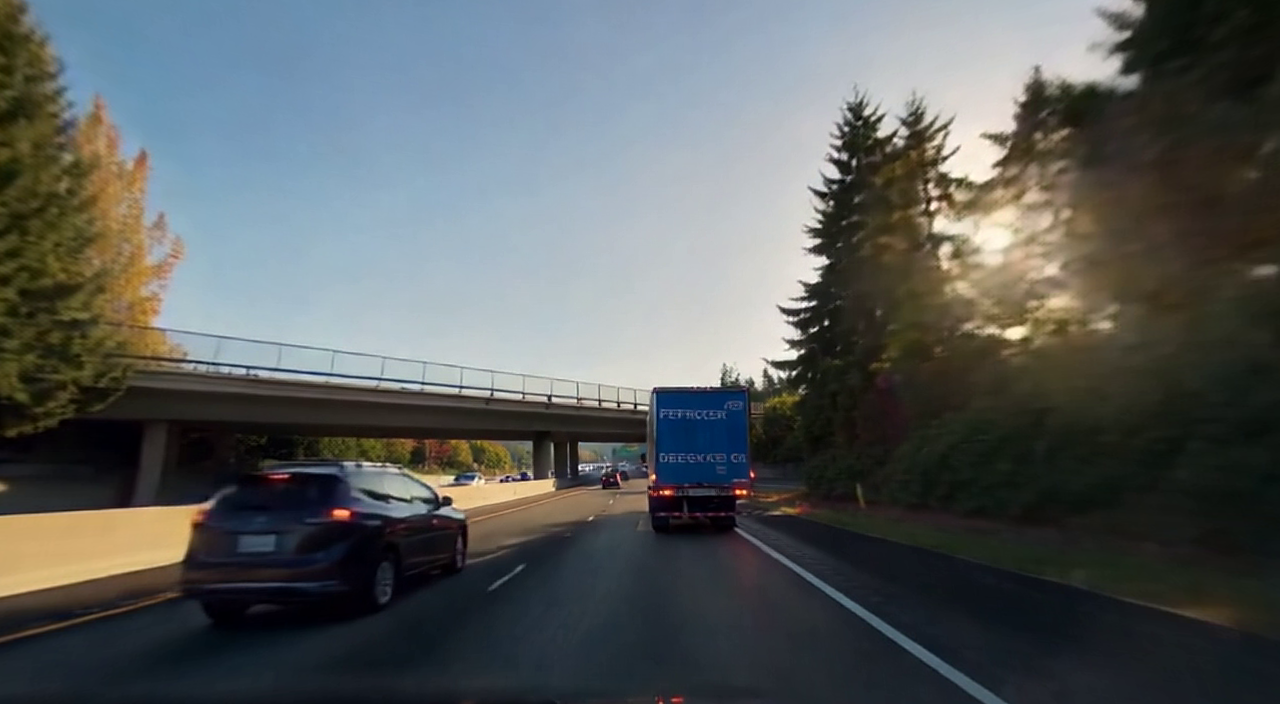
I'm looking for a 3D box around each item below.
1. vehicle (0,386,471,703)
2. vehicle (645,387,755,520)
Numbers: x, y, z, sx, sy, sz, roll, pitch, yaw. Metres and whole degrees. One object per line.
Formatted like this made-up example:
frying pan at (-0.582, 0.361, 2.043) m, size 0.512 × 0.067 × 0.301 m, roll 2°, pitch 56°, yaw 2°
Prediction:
vehicle at (-3.051, 1.380, 4.679) m, size 2.124 × 1.653 × 4.857 m, roll 0°, pitch -10°, yaw 1°
vehicle at (1.771, 3.775, 23.017) m, size 2.980 × 3.834 × 9.423 m, roll 0°, pitch -10°, yaw 0°
